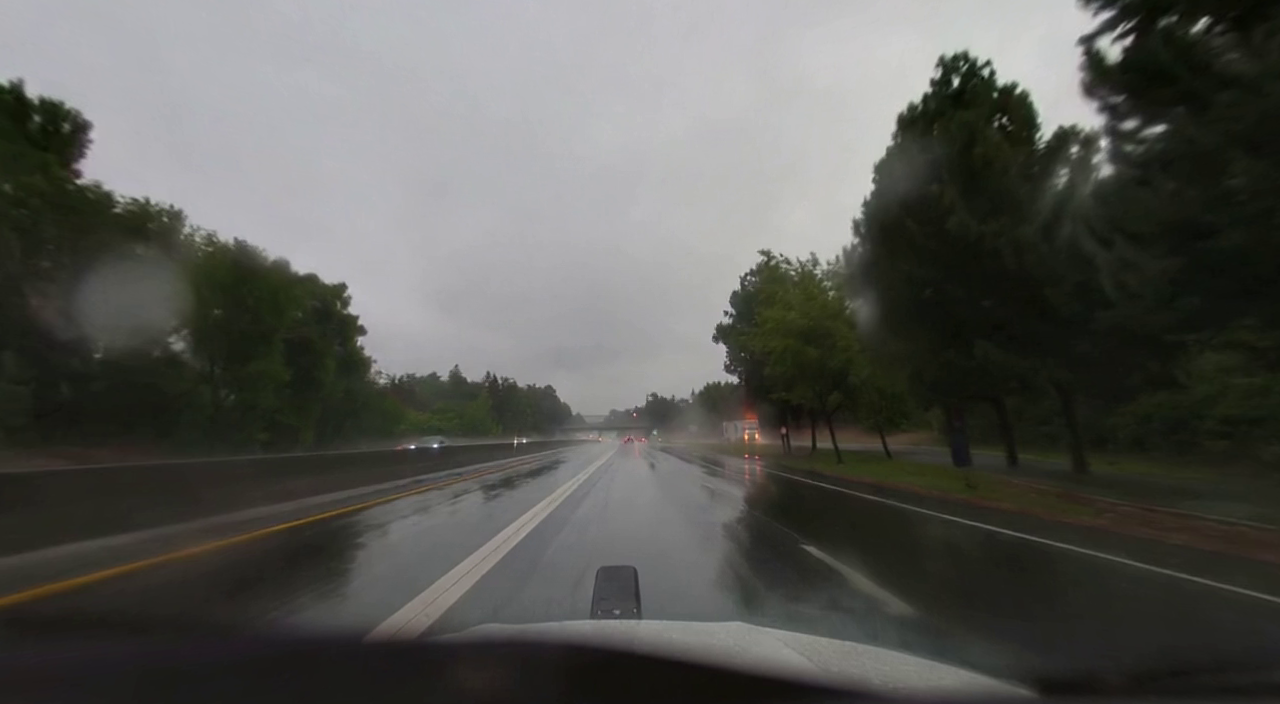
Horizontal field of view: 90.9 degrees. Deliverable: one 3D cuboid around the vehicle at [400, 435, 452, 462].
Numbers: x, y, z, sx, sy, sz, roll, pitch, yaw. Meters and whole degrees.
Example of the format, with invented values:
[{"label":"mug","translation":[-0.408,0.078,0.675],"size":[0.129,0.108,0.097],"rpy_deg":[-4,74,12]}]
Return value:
[{"label":"vehicle","translation":[-13.235,5.989,39.285],"size":[1.864,1.538,4.008],"rpy_deg":[0,-8,-1]}]
